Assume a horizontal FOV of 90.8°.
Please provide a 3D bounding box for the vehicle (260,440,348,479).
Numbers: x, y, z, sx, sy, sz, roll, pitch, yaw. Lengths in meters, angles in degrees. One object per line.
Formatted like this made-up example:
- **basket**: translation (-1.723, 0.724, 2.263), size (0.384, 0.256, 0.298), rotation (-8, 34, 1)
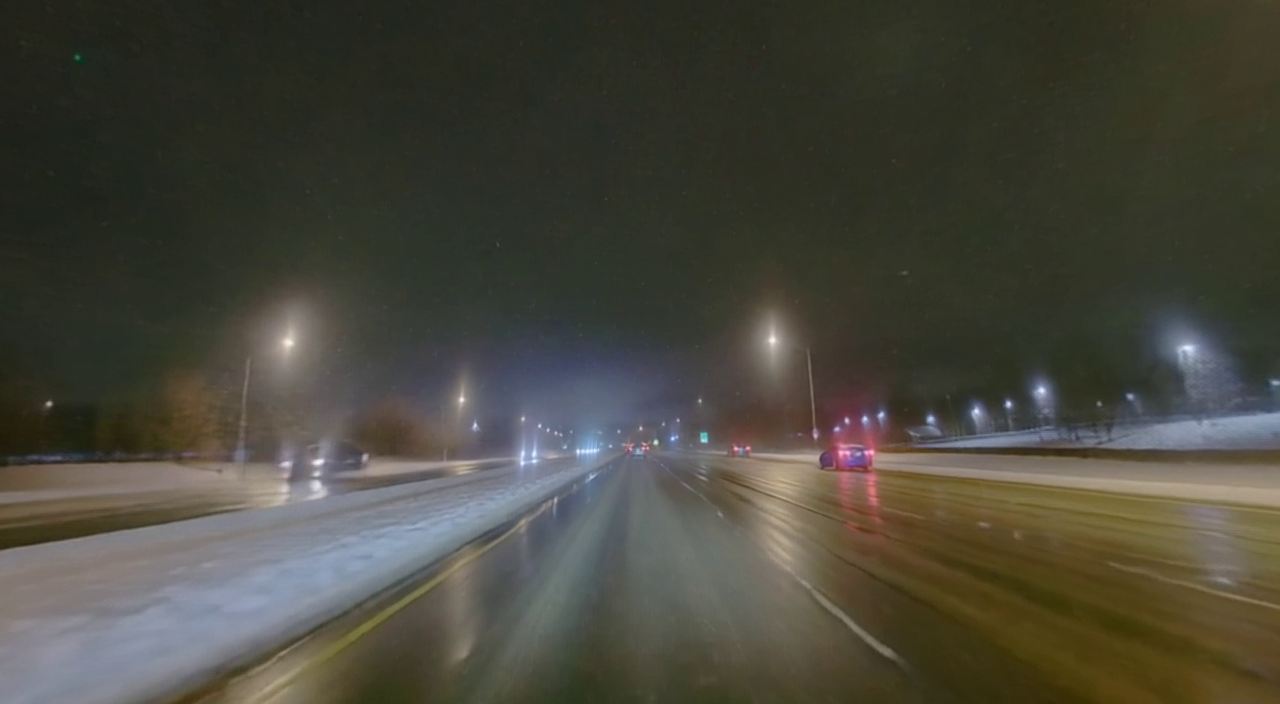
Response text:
- **vehicle**: translation (-17.542, 5.603, 33.223), size (2.272, 1.853, 4.288), rotation (0, -8, -1)

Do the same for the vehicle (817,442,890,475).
- **vehicle**: translation (10.637, 5.318, 31.871), size (2.024, 1.481, 4.747), rotation (0, -8, 0)
